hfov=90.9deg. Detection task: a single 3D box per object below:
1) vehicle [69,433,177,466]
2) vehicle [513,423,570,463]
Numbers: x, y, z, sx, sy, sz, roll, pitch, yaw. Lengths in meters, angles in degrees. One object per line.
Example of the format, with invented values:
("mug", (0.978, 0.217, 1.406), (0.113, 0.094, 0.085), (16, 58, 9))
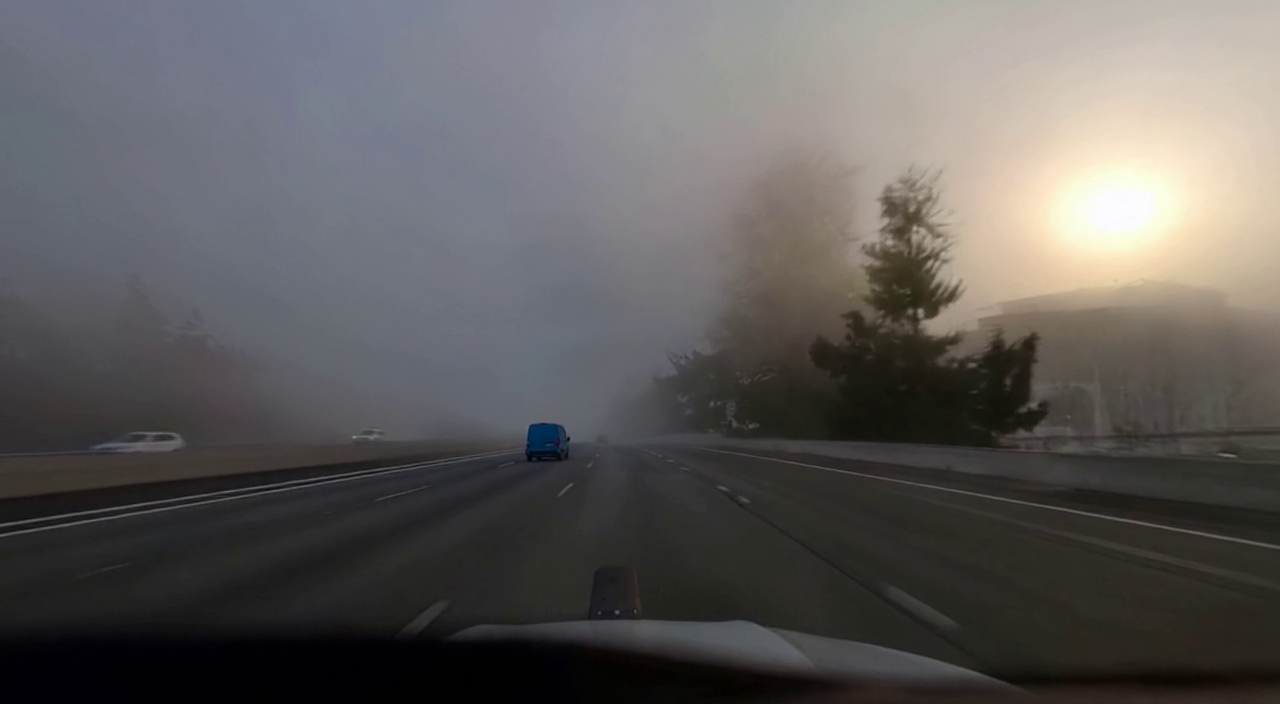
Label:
("vehicle", (-22.886, 4.314, 28.088), (1.736, 1.356, 3.734), (0, -8, -3))
("vehicle", (-4.785, 4.519, 31.446), (2.219, 1.827, 4.738), (0, -8, -2))
